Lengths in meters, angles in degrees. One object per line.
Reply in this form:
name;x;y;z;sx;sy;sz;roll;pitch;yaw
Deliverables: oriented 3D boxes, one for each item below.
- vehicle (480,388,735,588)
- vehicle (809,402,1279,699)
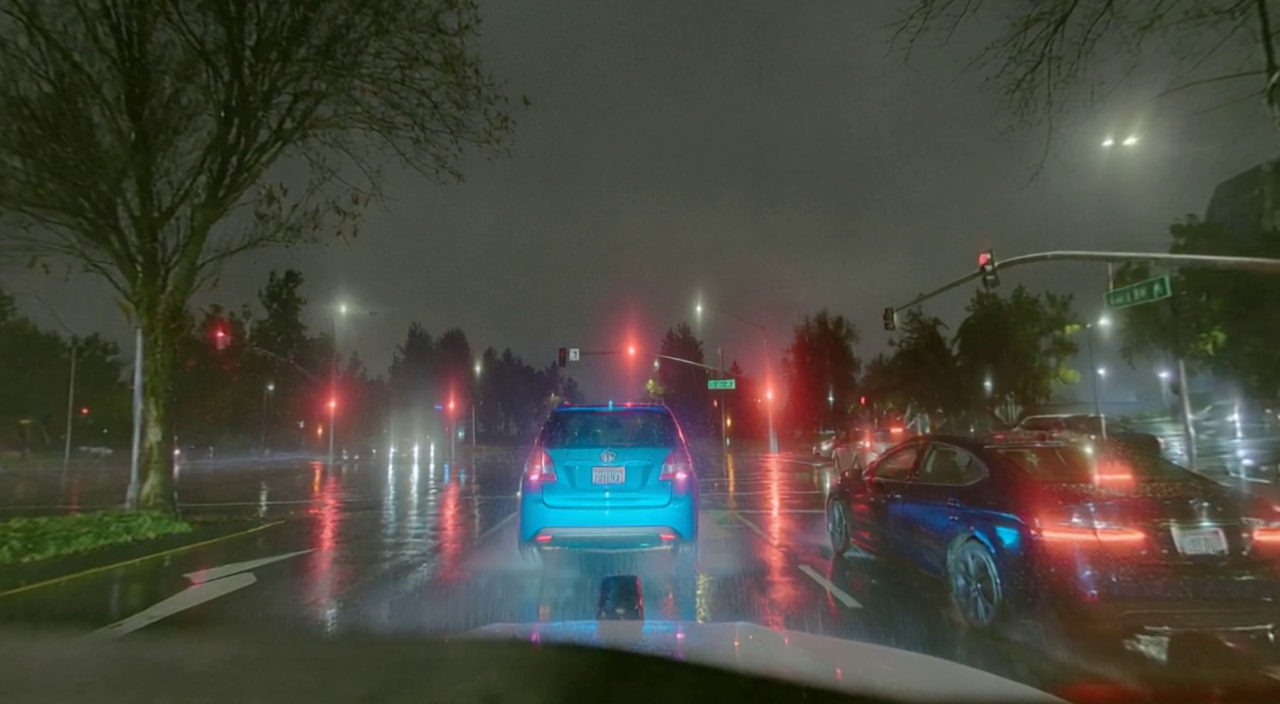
vehicle;-0.349;1.523;7.797;2.247;1.760;4.231;0;-9;-2
vehicle;3.167;1.402;5.747;1.932;1.562;4.629;0;-9;-1
